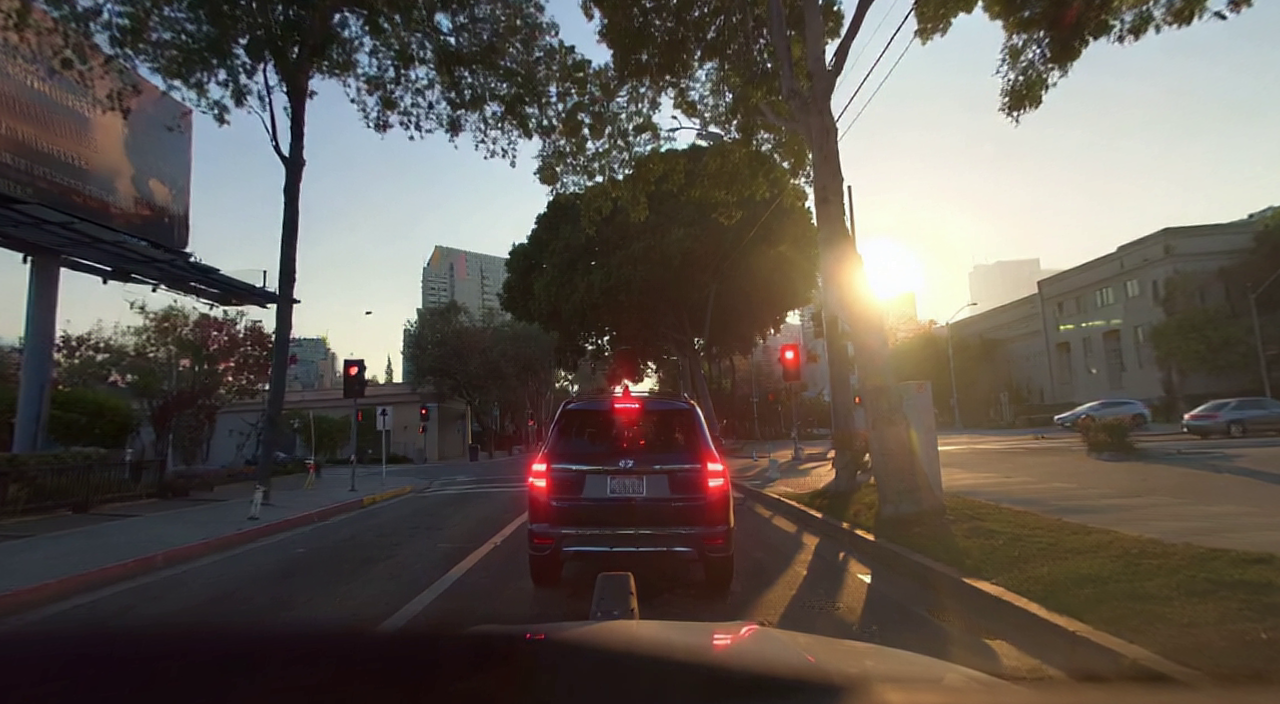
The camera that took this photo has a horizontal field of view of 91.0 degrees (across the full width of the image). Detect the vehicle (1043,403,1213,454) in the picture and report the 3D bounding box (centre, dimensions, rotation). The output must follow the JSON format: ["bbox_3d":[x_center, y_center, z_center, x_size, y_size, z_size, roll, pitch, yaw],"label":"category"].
[{"bbox_3d":[15.282,2.449,19.937,3.750,1.502,1.781,-2,-8,13],"label":"vehicle"}]

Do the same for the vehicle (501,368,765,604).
[{"bbox_3d":[-0.057,1.363,7.137,2.142,1.904,3.816,-1,-8,0],"label":"vehicle"}]
